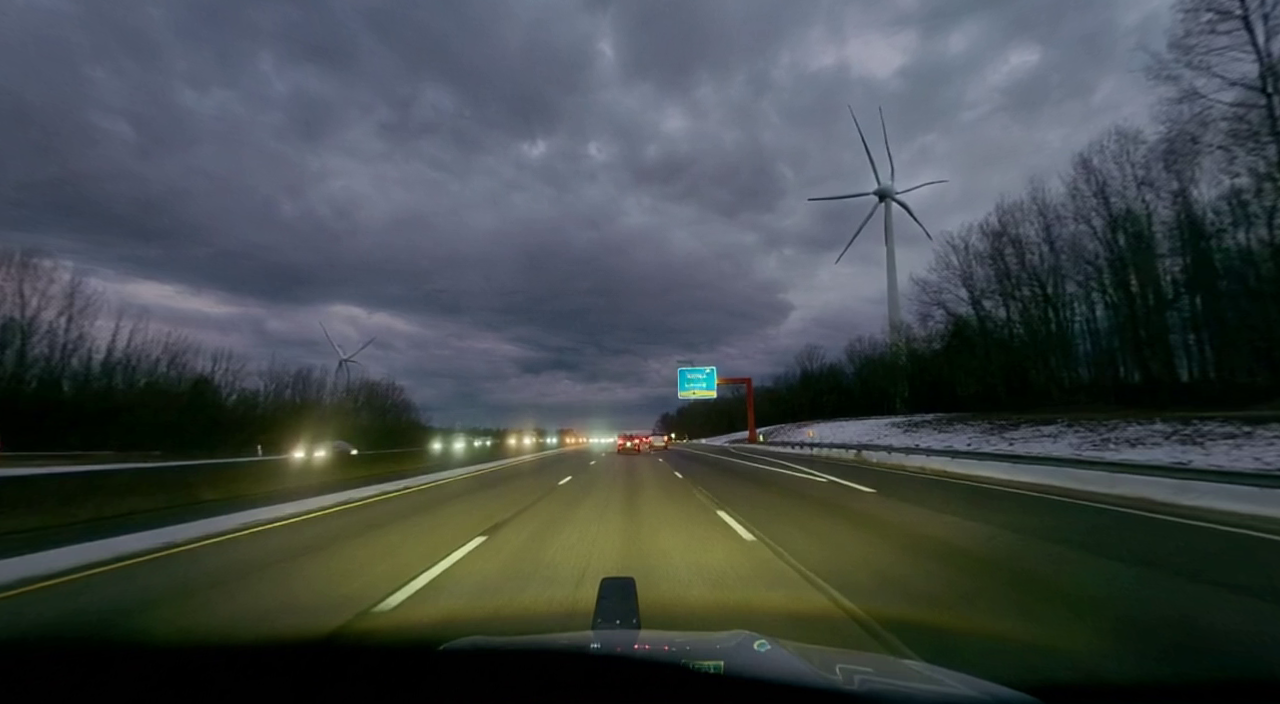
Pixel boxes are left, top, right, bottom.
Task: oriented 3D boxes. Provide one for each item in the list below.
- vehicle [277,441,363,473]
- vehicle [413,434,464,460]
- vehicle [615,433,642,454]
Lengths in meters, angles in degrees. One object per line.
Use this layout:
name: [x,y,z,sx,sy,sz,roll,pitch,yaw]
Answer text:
vehicle: [-16.482,5.402,32.685,1.931,1.501,4.767,0,-8,0]
vehicle: [-13.033,6.148,40.848,1.909,1.616,4.153,0,-8,0]
vehicle: [-0.856,6.764,46.659,1.892,1.496,3.575,0,-8,-1]
